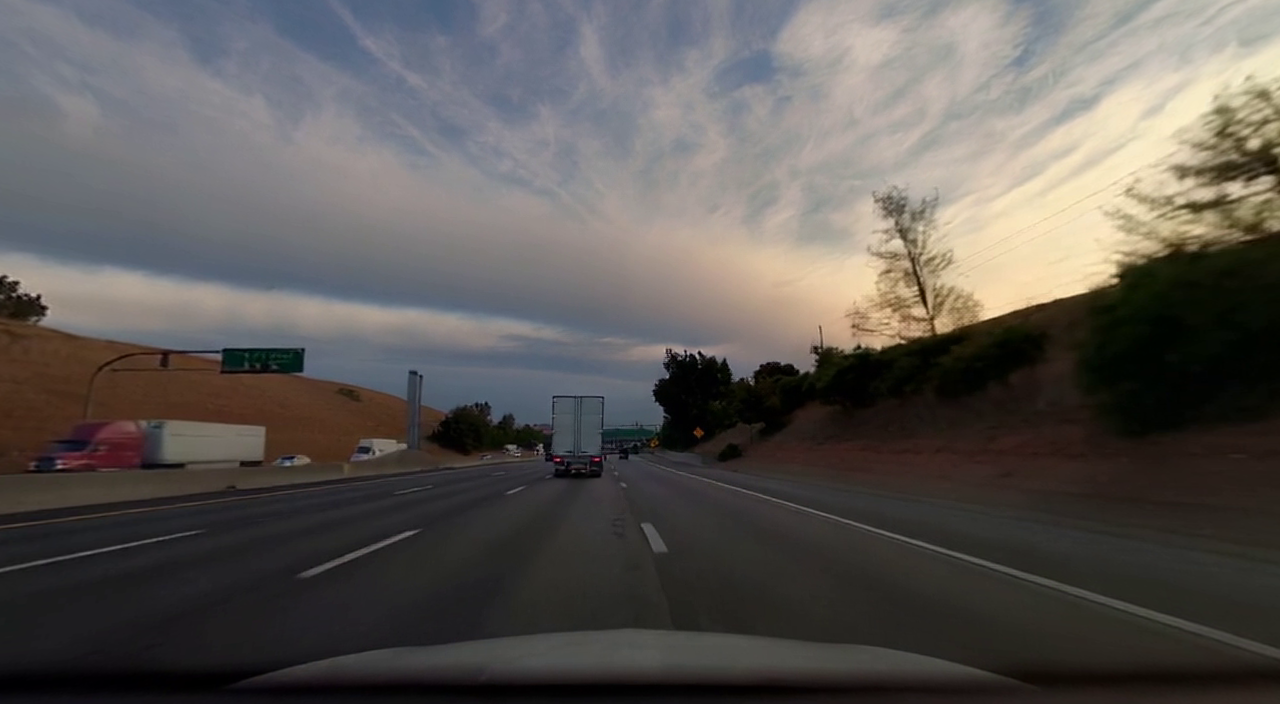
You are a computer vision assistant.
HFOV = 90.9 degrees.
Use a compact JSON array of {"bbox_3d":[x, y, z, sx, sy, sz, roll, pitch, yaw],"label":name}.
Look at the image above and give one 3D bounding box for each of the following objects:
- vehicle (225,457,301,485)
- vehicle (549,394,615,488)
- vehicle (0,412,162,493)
[{"bbox_3d":[-21.571,6.809,36.250,1.742,1.441,4.375,0,-9,-2],"label":"vehicle"},{"bbox_3d":[-2.908,4.860,33.842,2.875,4.056,12.312,0,-9,-3],"label":"vehicle"},{"bbox_3d":[-28.937,5.236,32.962,2.974,3.835,6.127,0,-9,-2],"label":"vehicle"}]
